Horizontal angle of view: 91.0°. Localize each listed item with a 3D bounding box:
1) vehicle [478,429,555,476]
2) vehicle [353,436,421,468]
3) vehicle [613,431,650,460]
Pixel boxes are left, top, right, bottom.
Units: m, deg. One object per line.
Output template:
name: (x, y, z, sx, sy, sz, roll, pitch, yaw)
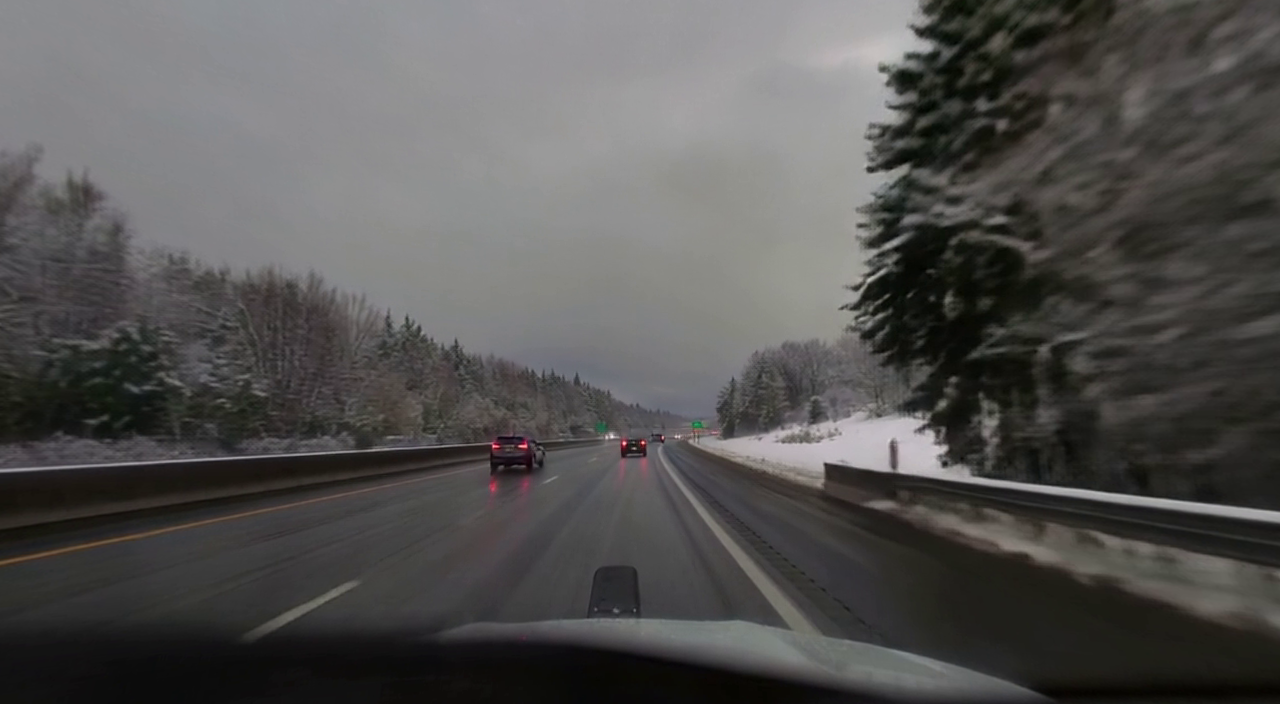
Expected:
vehicle: (-4.760, 3.939, 24.894, 2.075, 1.653, 4.317, -1, -8, 1)
vehicle: (-13.425, 5.330, 33.671, 1.953, 1.575, 4.181, -1, -8, 0)
vehicle: (-0.531, 5.706, 38.296, 2.146, 1.636, 4.026, 0, -8, -1)
